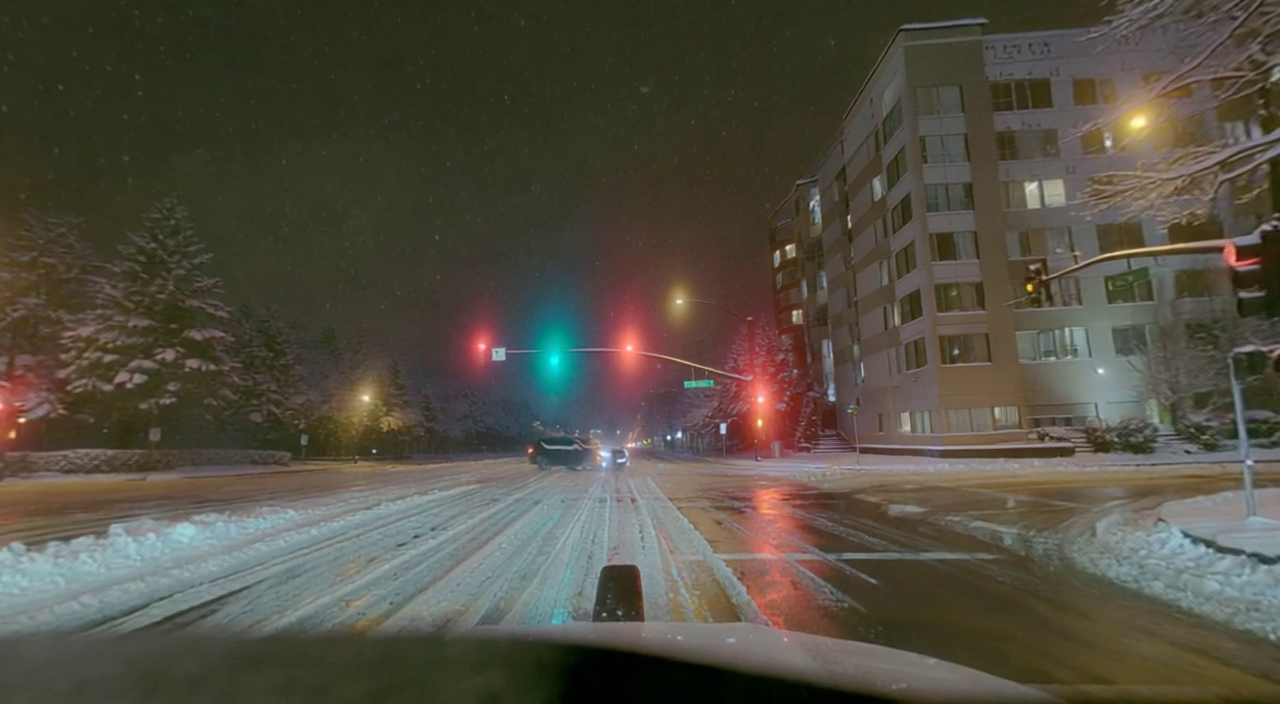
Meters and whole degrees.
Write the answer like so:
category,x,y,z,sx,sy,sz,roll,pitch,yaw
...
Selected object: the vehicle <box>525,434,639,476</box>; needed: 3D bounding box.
category,x,y,z,sx,sy,sz,roll,pitch,yaw
vehicle,-2.857,4.938,30.468,5.357,1.814,2.141,-6,-10,36
